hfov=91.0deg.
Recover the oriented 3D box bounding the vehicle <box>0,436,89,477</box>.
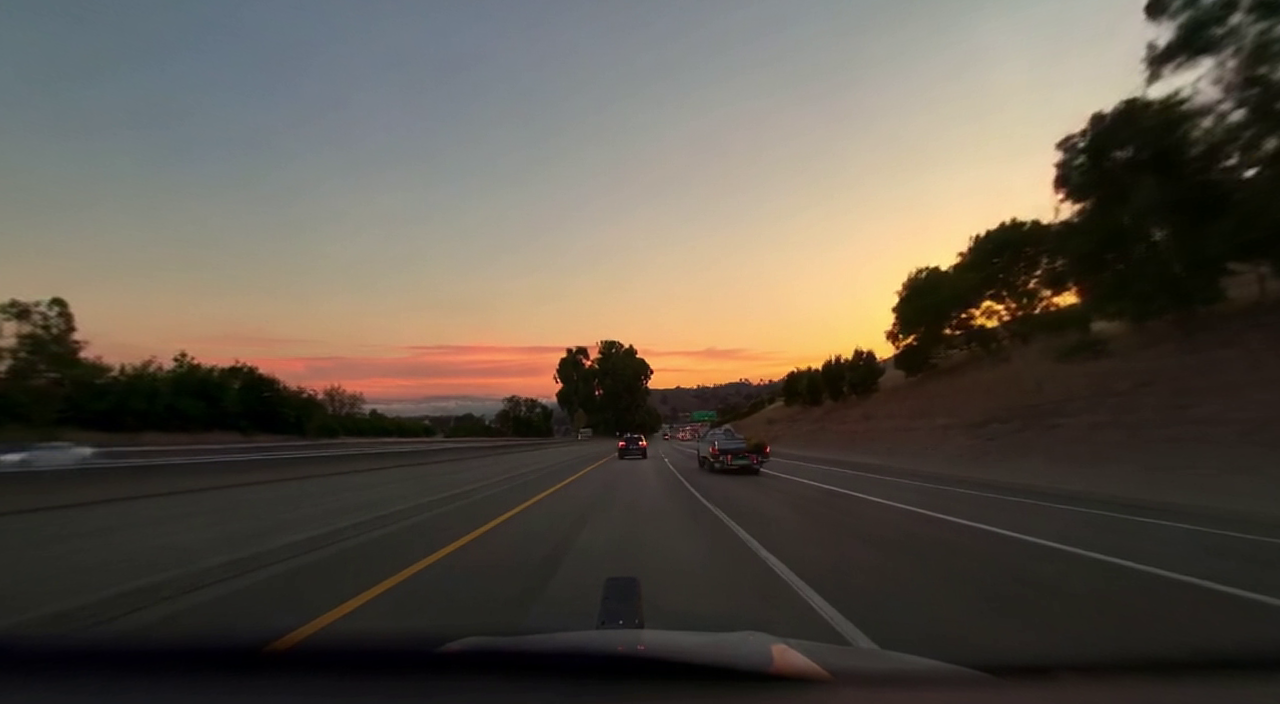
[{"bbox_3d":[-29.448,4.907,29.815,2.106,1.801,5.016,0,-9,1],"label":"vehicle"}]

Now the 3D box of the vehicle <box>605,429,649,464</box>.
[{"bbox_3d":[-0.616,4.896,32.501,2.142,1.664,4.076,0,-9,0],"label":"vehicle"}]

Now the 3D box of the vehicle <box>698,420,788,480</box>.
[{"bbox_3d":[3.370,3.360,21.692,2.269,1.839,4.554,1,-9,-1],"label":"vehicle"}]
